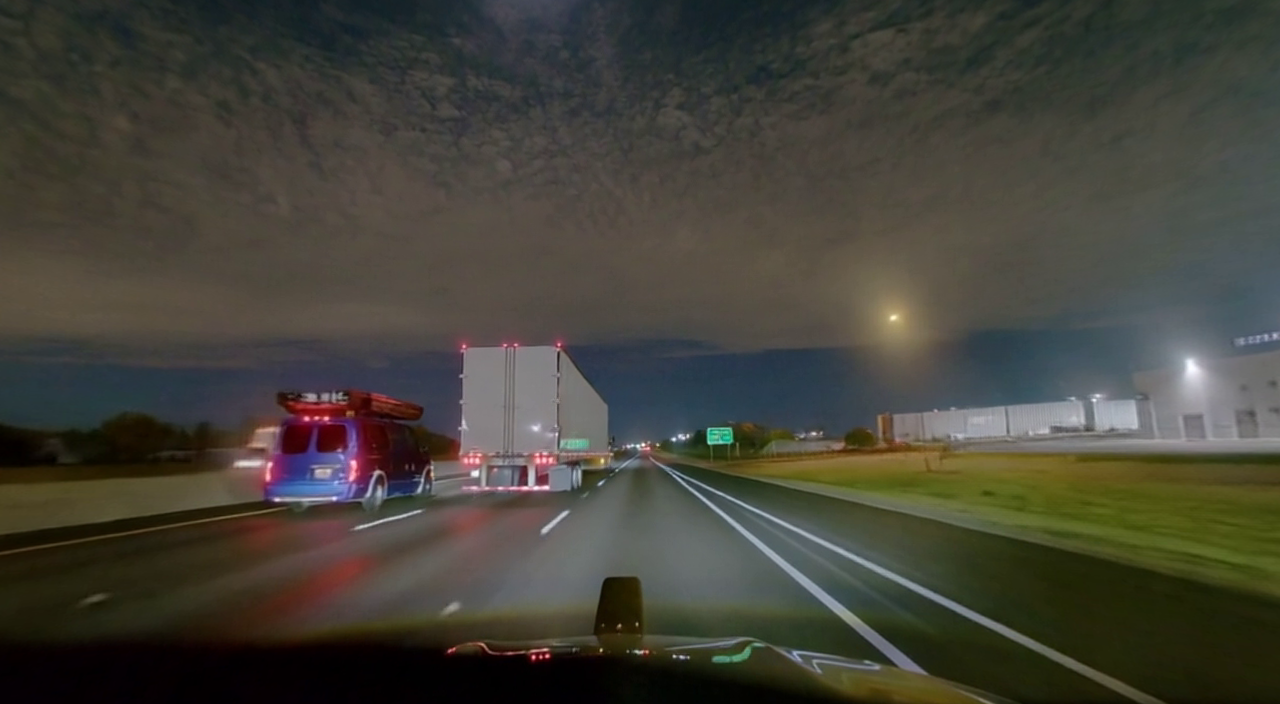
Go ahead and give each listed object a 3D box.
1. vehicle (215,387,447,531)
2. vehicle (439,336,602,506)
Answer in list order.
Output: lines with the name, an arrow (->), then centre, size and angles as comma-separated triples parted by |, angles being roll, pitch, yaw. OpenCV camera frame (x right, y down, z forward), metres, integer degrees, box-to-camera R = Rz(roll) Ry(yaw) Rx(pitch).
vehicle -> -6.721, 2.441, 14.905 | 2.385, 2.672, 6.049 | 0, -9, 0
vehicle -> -3.393, 2.897, 23.651 | 2.939, 4.132, 16.303 | 1, -9, 0
